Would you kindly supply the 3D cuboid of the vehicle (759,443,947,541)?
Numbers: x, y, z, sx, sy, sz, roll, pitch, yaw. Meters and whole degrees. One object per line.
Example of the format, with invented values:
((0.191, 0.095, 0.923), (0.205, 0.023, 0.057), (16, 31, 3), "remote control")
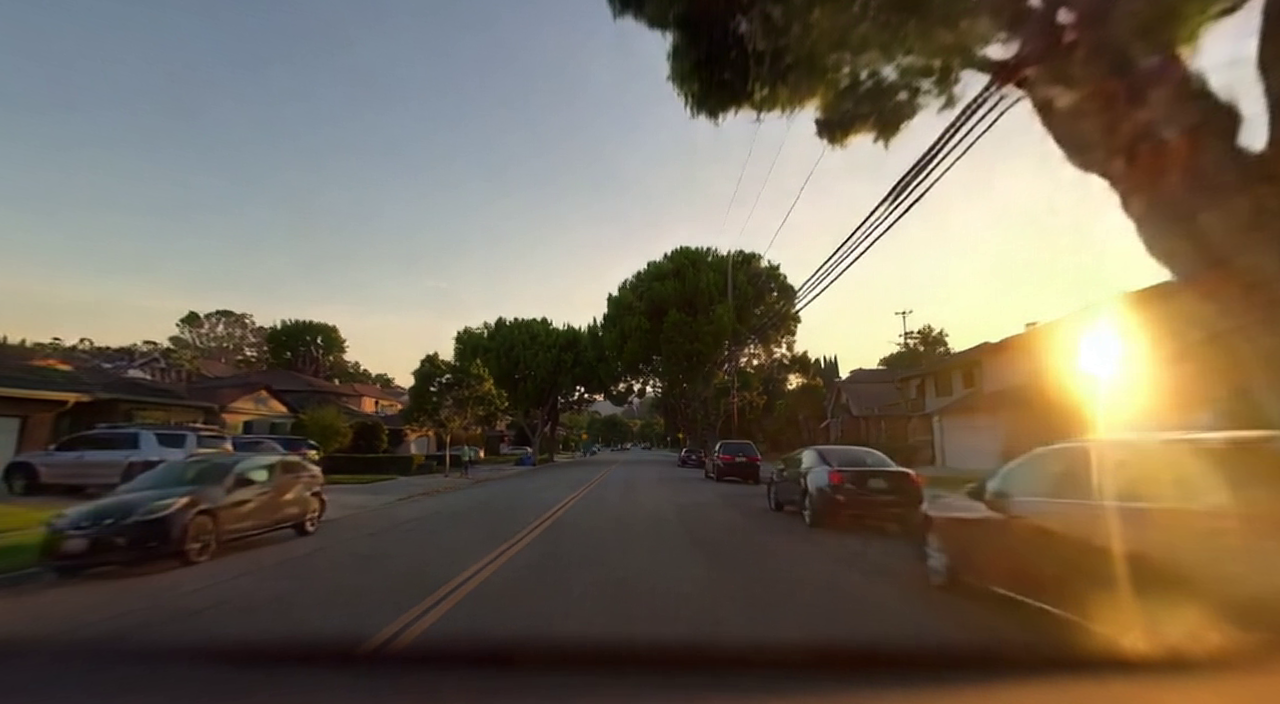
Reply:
((3.761, 2.537, 12.110), (1.949, 1.505, 4.483), (0, -9, -1), "vehicle")

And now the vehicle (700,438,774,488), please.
((3.724, 4.365, 25.158), (2.039, 1.780, 4.884), (0, -9, -2), "vehicle")

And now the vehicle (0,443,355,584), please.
((-6.322, 2.154, 9.440), (1.985, 1.497, 4.655), (-2, -8, -1), "vehicle")

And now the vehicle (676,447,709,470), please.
((3.676, 7.493, 44.651), (1.897, 1.521, 4.835), (0, -9, -1), "vehicle")

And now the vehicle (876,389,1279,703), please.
((3.755, 1.245, 4.366), (2.157, 1.639, 5.297), (0, -9, 0), "vehicle")
